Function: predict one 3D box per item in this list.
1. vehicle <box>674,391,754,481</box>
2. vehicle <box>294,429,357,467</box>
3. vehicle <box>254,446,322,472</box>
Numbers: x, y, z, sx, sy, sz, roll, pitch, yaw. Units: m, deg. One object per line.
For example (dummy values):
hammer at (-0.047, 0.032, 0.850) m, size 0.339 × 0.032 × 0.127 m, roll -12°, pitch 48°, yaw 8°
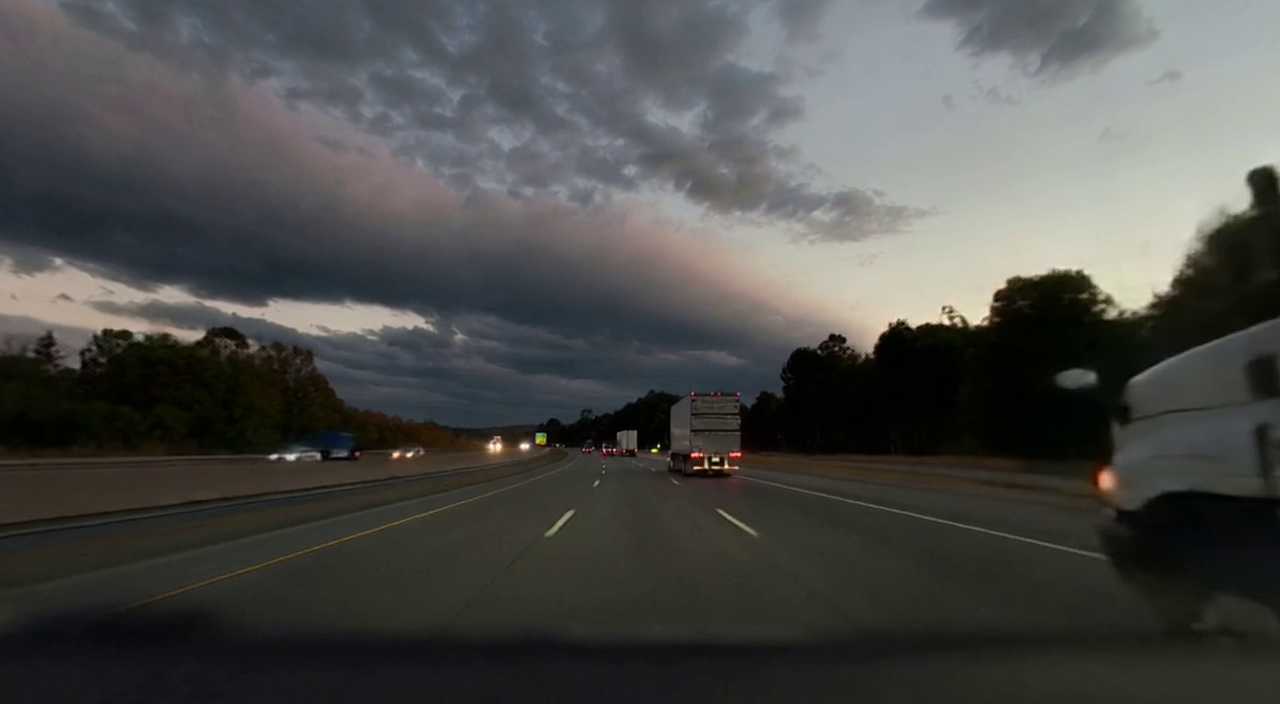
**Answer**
vehicle at (3.569, 4.460, 32.837) m, size 2.826 × 4.035 × 8.369 m, roll 0°, pitch -9°, yaw -2°
vehicle at (-22.339, 6.852, 44.995) m, size 2.239 × 2.511 × 4.301 m, roll 0°, pitch -9°, yaw -1°
vehicle at (-21.935, 6.666, 39.522) m, size 1.803 × 1.519 × 4.483 m, roll 0°, pitch -9°, yaw -2°
